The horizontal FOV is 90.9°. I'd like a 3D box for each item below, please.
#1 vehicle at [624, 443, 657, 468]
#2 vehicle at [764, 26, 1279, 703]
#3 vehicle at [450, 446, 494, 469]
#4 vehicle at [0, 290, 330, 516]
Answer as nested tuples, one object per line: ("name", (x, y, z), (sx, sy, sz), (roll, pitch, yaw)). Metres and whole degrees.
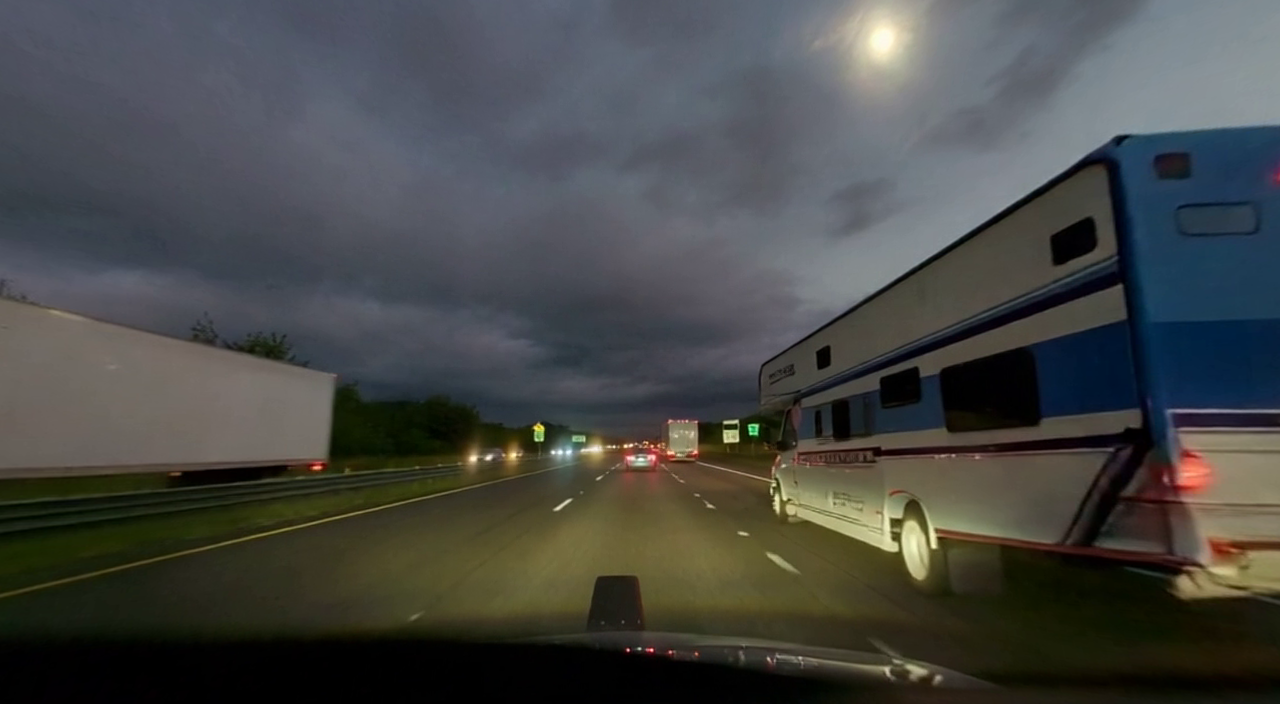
("vehicle", (0.058, 7.079, 43.193), (2.151, 1.678, 3.923), (0, -9, 0))
("vehicle", (3.892, 0.669, 7.457), (2.931, 3.530, 8.760), (0, -9, -1))
("vehicle", (-11.877, 7.512, 44.851), (2.069, 1.525, 3.937), (0, -9, 0))
("vehicle", (-12.650, 1.261, 13.415), (3.039, 3.901, 17.384), (0, -9, 1))
